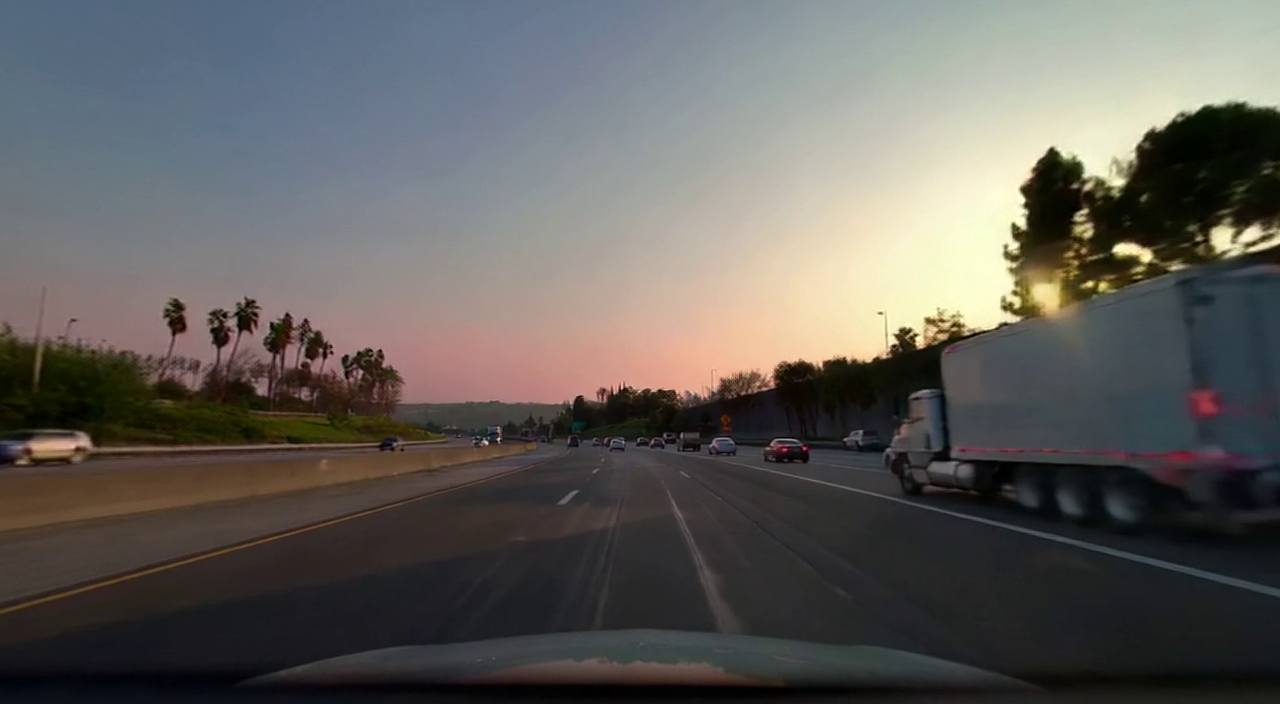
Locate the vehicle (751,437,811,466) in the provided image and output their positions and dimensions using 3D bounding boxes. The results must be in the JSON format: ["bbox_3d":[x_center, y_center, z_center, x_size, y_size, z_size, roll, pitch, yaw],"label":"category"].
[{"bbox_3d":[7.861,5.593,35.577,2.092,1.478,4.647,0,-8,-3],"label":"vehicle"}]

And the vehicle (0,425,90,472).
[{"bbox_3d":[-29.910,4.619,30.194,2.258,2.097,5.399,-1,-8,0],"label":"vehicle"}]

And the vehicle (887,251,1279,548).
[{"bbox_3d":[8.338,1.204,12.284,2.919,3.482,9.838,0,-8,-1],"label":"vehicle"}]
